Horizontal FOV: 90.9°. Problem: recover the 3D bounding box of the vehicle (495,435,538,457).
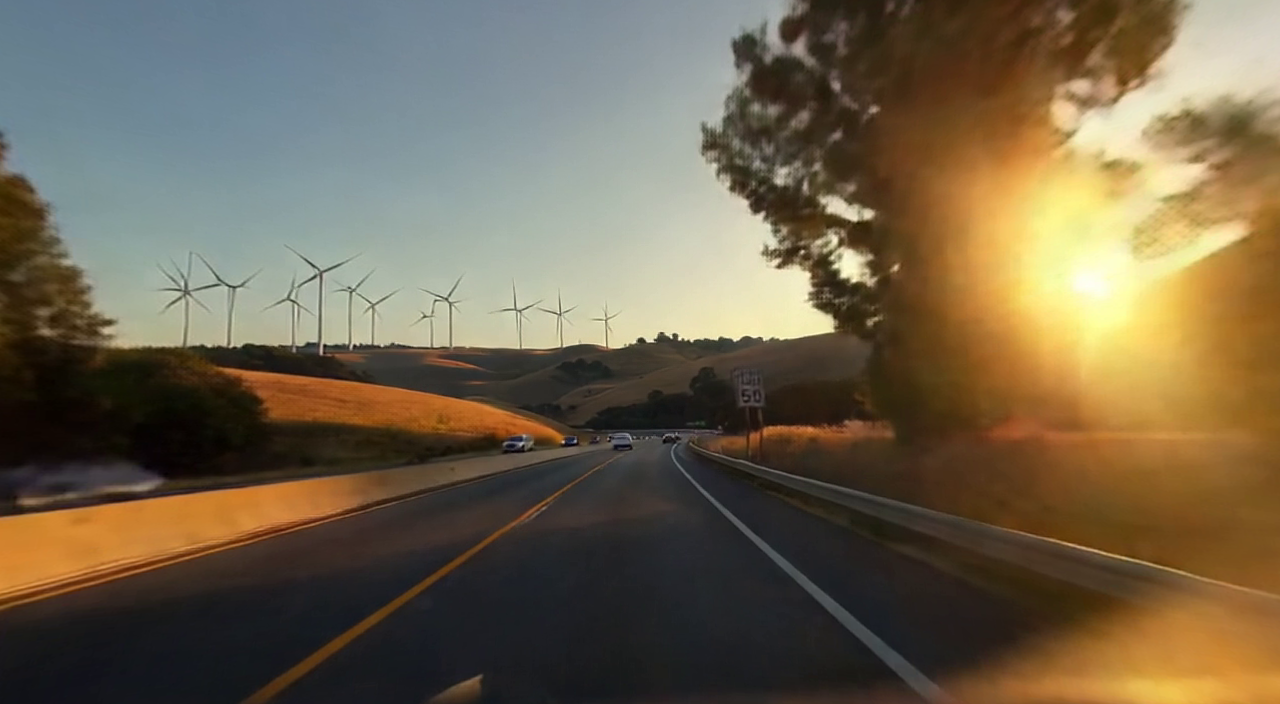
[{"bbox_3d":[-9.013,6.851,46.185,1.917,1.475,4.700,0,-8,4],"label":"vehicle"}]
